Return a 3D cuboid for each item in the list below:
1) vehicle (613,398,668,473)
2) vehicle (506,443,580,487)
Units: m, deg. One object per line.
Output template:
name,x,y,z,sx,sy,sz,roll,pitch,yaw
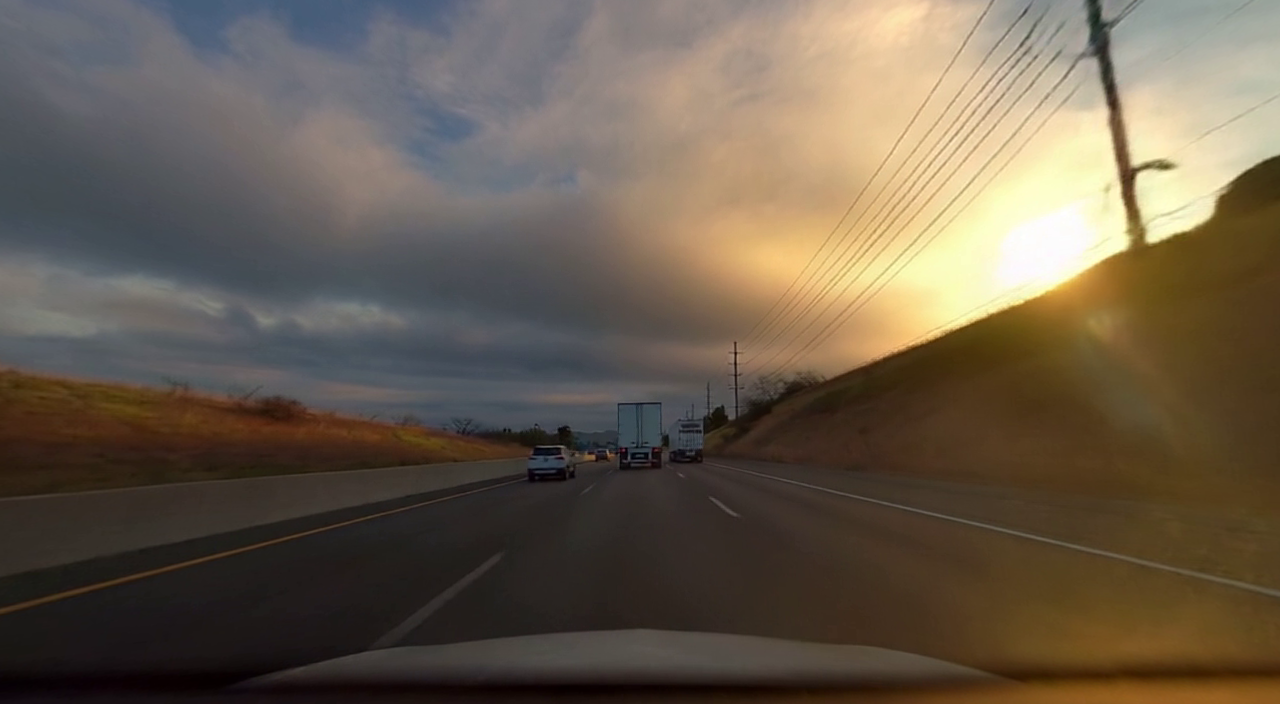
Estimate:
vehicle,0.081,5.355,39.712,2.985,4.025,10.982,0,-9,1
vehicle,-3.695,4.383,24.886,2.128,1.533,4.694,0,-9,1
